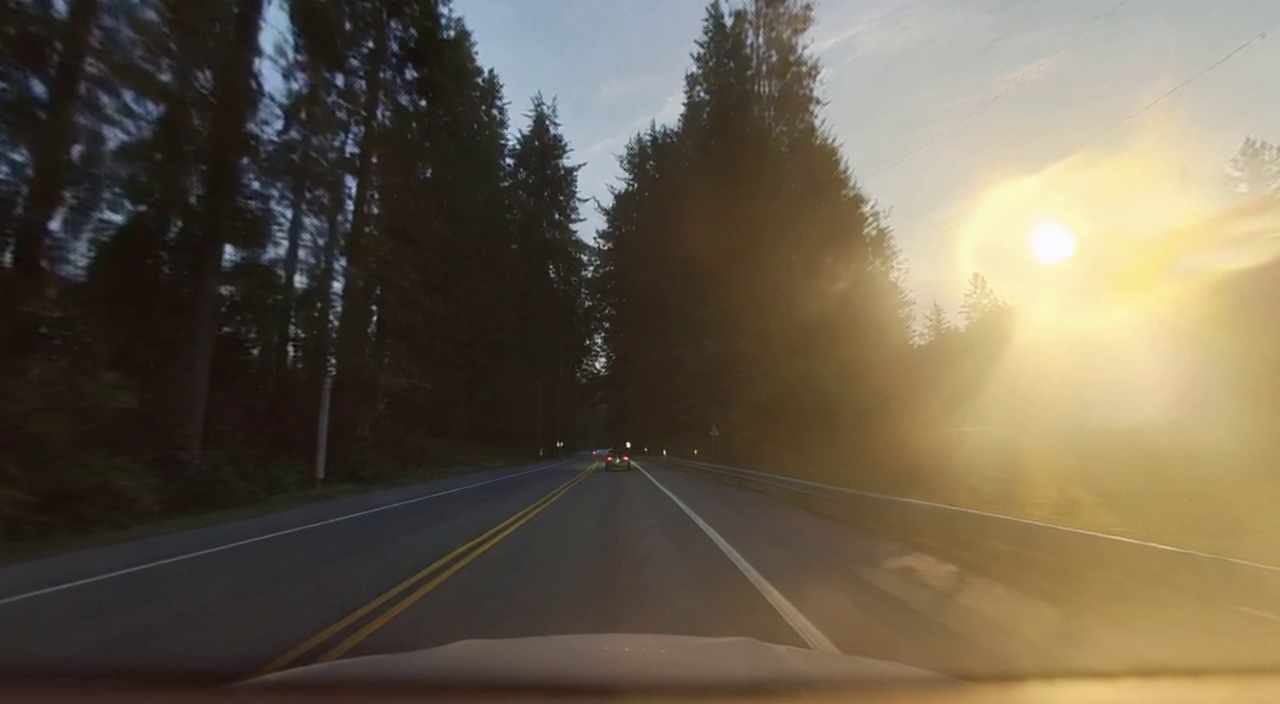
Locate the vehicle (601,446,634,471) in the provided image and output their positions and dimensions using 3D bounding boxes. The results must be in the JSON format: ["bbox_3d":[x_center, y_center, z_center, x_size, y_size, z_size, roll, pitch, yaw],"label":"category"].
[{"bbox_3d":[-1.498,6.964,41.563,2.042,1.489,3.963,0,-9,-2],"label":"vehicle"}]
